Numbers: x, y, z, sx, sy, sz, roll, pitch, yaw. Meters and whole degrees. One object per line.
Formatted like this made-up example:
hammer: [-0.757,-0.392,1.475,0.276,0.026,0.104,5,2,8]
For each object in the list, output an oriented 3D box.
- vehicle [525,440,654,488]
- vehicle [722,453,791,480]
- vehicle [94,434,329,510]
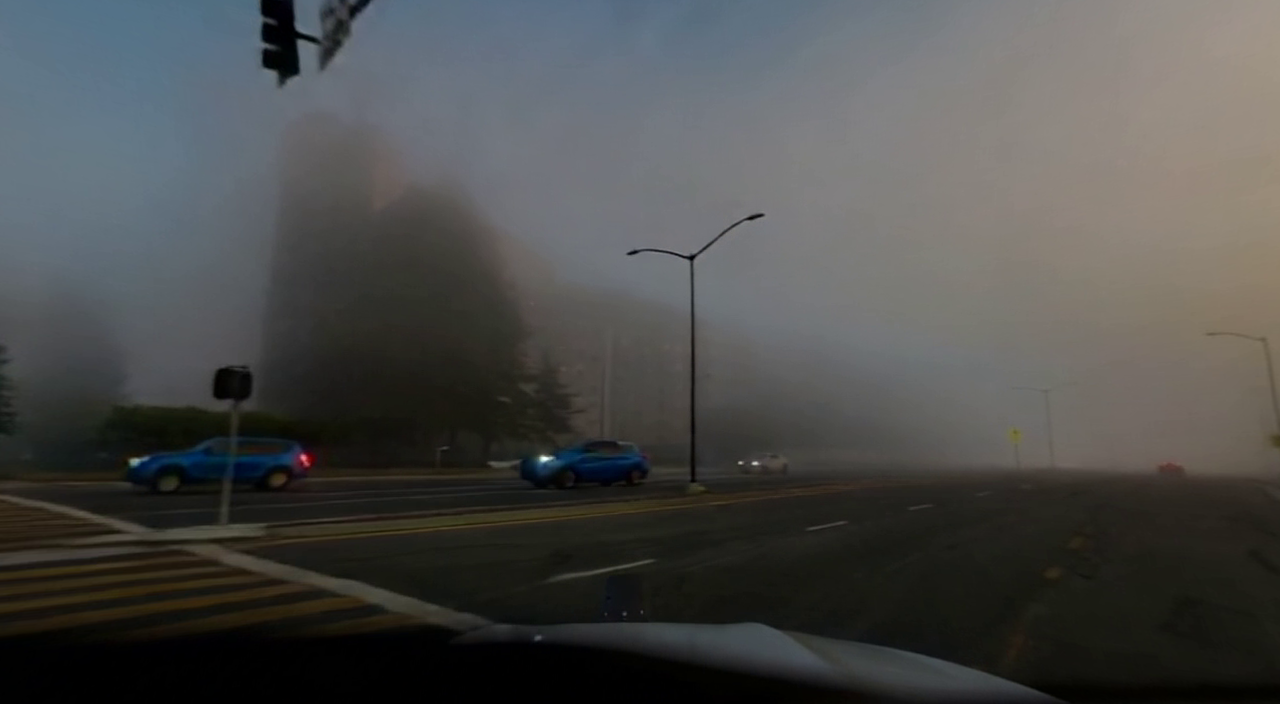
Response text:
vehicle: [-2.112,4.960,28.190,2.273,1.890,5.841,-8,-11,41]
vehicle: [7.268,7.002,38.726,1.915,1.490,4.763,-8,-12,42]
vehicle: [-11.527,3.185,17.229,2.050,1.751,4.820,-7,-11,39]
